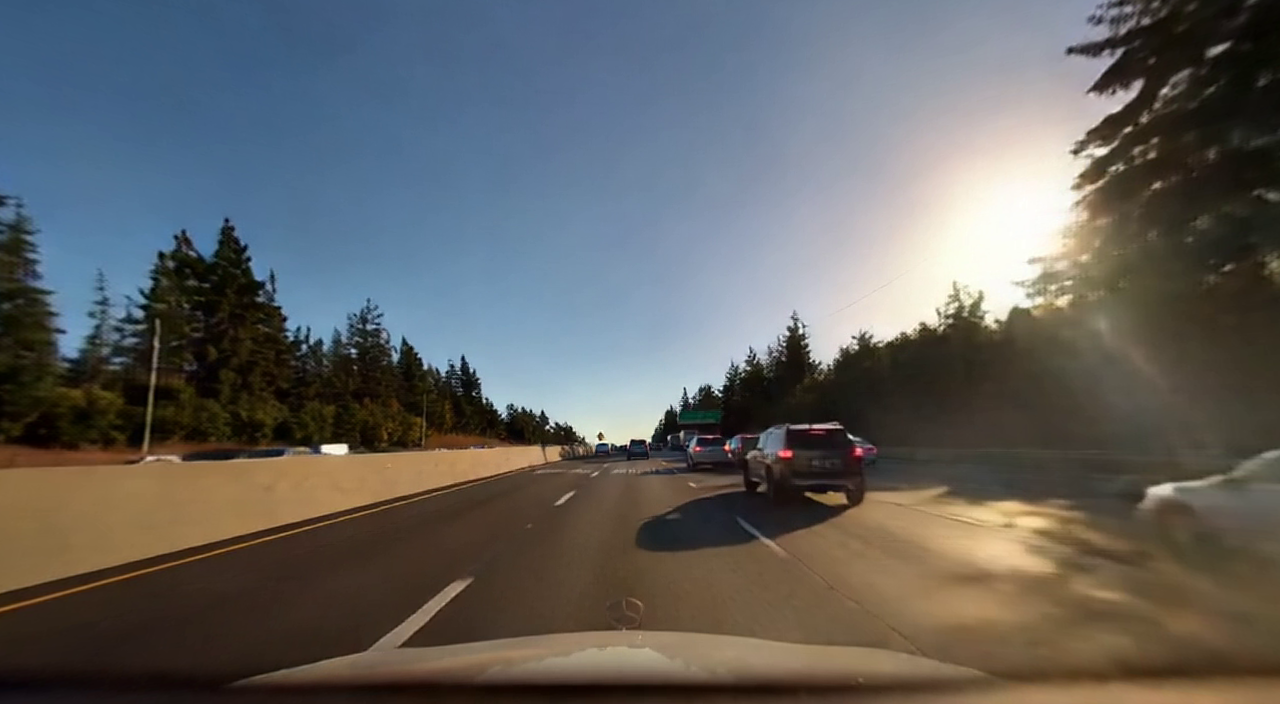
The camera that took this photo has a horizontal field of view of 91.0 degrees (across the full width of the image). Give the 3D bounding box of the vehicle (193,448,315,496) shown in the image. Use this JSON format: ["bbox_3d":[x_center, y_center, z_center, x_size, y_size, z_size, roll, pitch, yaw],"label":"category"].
[{"bbox_3d":[-15.463,4.788,25.570,1.944,1.747,4.657,0,-8,1],"label":"vehicle"}]

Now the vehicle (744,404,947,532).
[{"bbox_3d":[3.481,2.086,11.866,2.095,1.886,4.727,0,-8,-2],"label":"vehicle"}]

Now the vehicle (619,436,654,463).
[{"bbox_3d":[-0.278,6.906,44.636,2.314,1.796,4.254,0,-8,-1],"label":"vehicle"}]

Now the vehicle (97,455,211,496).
[{"bbox_3d":[-22.878,5.777,29.897,1.912,1.694,4.479,0,-8,-2],"label":"vehicle"}]

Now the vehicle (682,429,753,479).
[{"bbox_3d":[3.018,4.134,25.653,2.152,1.821,4.853,0,-8,-2],"label":"vehicle"}]
